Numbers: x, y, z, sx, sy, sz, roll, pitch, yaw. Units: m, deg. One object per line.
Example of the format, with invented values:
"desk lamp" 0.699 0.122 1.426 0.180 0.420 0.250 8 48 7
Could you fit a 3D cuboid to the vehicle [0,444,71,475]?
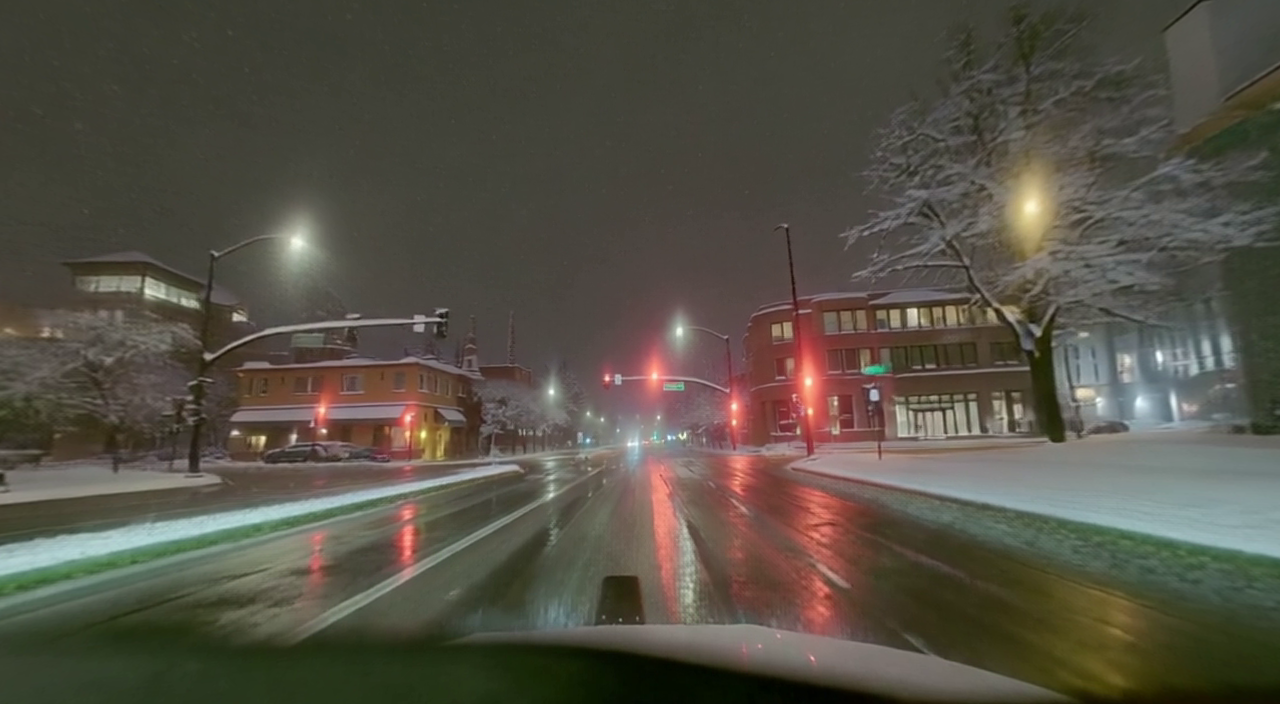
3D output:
"vehicle" -32.144 5.433 32.063 1.852 1.485 4.683 0 -9 1
